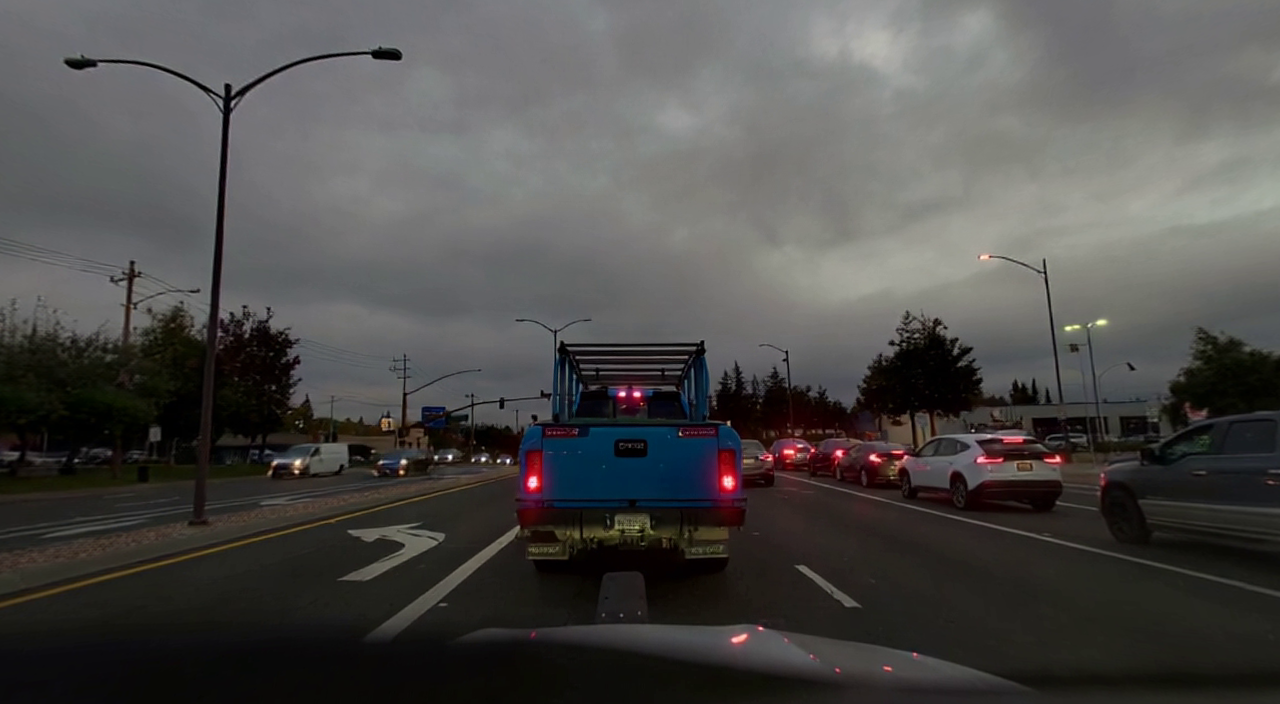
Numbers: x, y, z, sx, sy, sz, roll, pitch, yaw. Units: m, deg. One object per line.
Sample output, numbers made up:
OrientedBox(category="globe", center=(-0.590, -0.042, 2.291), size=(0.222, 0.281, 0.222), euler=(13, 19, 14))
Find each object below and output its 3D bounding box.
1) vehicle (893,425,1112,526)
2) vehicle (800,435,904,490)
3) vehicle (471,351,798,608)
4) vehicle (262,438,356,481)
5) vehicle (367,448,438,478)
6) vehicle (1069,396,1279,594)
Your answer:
OrientedBox(category="vehicle", center=(7.066, 2.436, 12.974), size=(1.931, 1.692, 4.267), euler=(0, -9, 0))
OrientedBox(category="vehicle", center=(7.068, 3.731, 21.607), size=(1.953, 1.665, 4.327), euler=(0, -9, -2))
OrientedBox(category="vehicle", center=(-0.095, 1.467, 8.159), size=(2.682, 2.117, 5.706), euler=(0, -9, -1))
OrientedBox(category="vehicle", center=(-19.220, 6.255, 37.080), size=(2.700, 2.296, 5.270), euler=(0, -9, -1))
OrientedBox(category="vehicle", center=(-12.523, 5.847, 33.654), size=(1.983, 1.449, 4.501), euler=(0, -9, 0))
OrientedBox(category="vehicle", center=(6.813, 1.361, 6.171), size=(2.023, 1.771, 4.488), euler=(0, -9, 0))
